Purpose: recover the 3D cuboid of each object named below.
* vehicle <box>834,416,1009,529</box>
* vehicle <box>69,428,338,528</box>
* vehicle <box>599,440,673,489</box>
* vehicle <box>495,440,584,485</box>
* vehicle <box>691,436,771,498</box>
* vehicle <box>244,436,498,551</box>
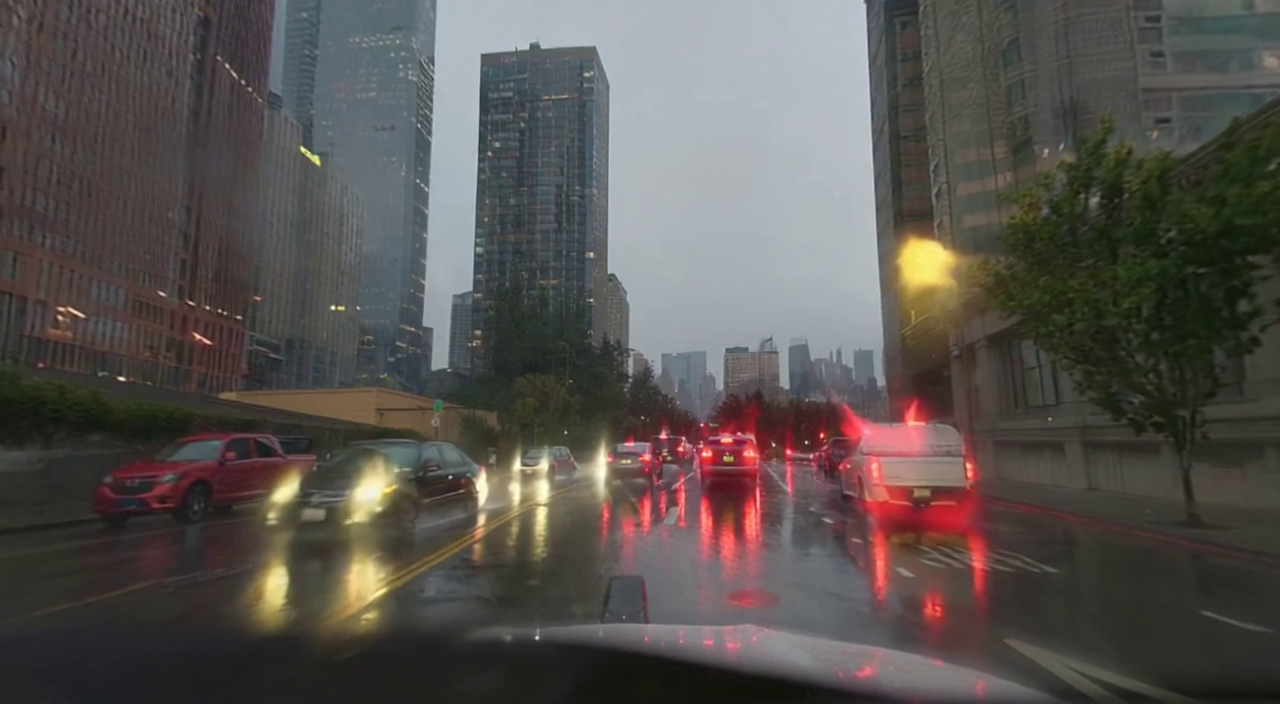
[{"bbox_3d":[5.200,2.255,12.424,2.088,1.775,4.454,-2,-9,10],"label":"vehicle"},{"bbox_3d":[-9.469,2.737,14.425,2.070,1.854,4.985,-1,-8,9],"label":"vehicle"},{"bbox_3d":[-0.032,3.676,20.966,2.031,1.461,3.763,-1,-8,6],"label":"vehicle"},{"bbox_3d":[-3.741,4.215,24.407,2.086,1.565,4.281,-1,-9,10],"label":"vehicle"},{"bbox_3d":[2.623,3.199,17.971,1.982,1.510,4.144,-1,-8,9],"label":"vehicle"},{"bbox_3d":[-4.062,2.196,10.635,2.028,1.478,4.682,0,-8,3],"label":"vehicle"}]
